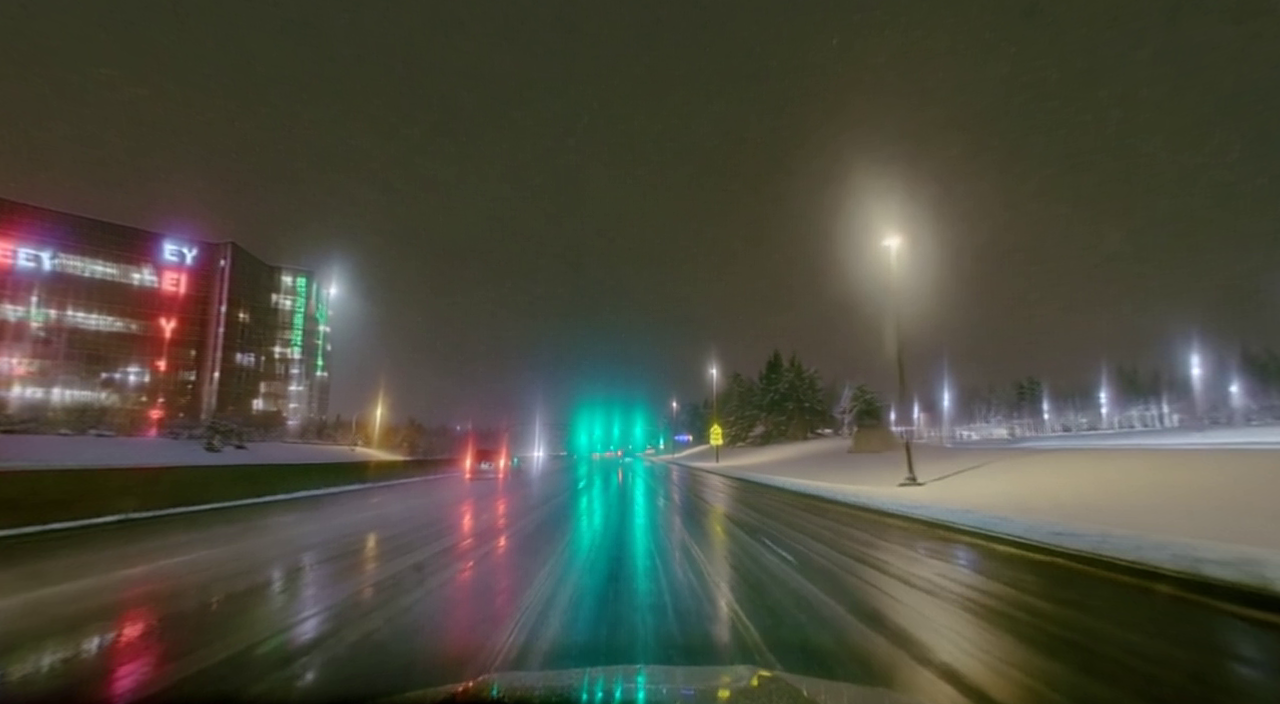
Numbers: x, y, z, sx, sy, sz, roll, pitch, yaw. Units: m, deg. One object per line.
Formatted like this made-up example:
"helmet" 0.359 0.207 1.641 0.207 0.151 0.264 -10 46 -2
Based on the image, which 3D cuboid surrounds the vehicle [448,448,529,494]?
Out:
"vehicle" -5.494 4.326 23.388 1.943 1.510 4.201 0 -9 0
